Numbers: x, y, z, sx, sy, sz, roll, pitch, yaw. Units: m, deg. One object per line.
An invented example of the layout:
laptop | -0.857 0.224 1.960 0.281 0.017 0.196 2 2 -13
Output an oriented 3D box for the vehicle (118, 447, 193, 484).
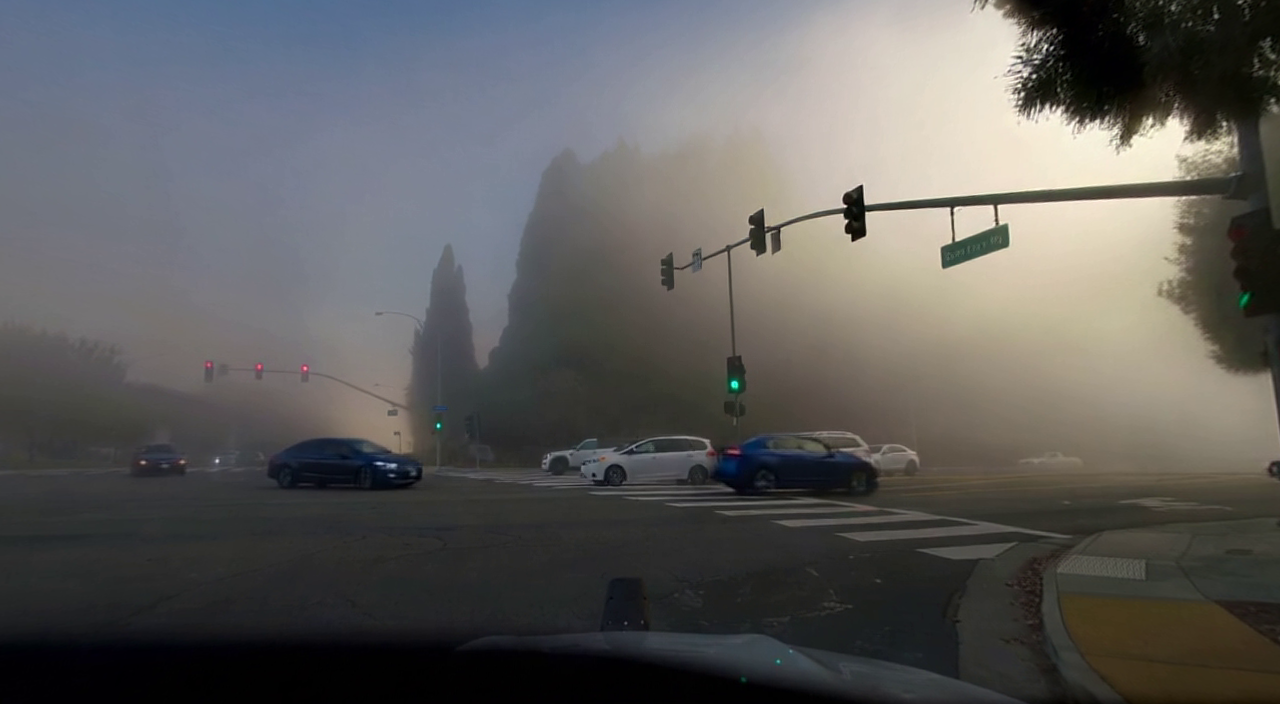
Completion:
vehicle | -21.604 4.962 28.007 1.953 1.462 4.589 8 -12 -44

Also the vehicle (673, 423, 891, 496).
vehicle | 3.844 2.952 17.587 5.332 1.807 2.450 2 -9 -13

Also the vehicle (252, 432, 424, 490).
vehicle | -8.828 3.131 18.369 4.826 1.484 2.000 -5 -10 28

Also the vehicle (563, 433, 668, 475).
vehicle | -1.081 4.585 28.519 4.360 1.749 1.895 4 -10 -29
